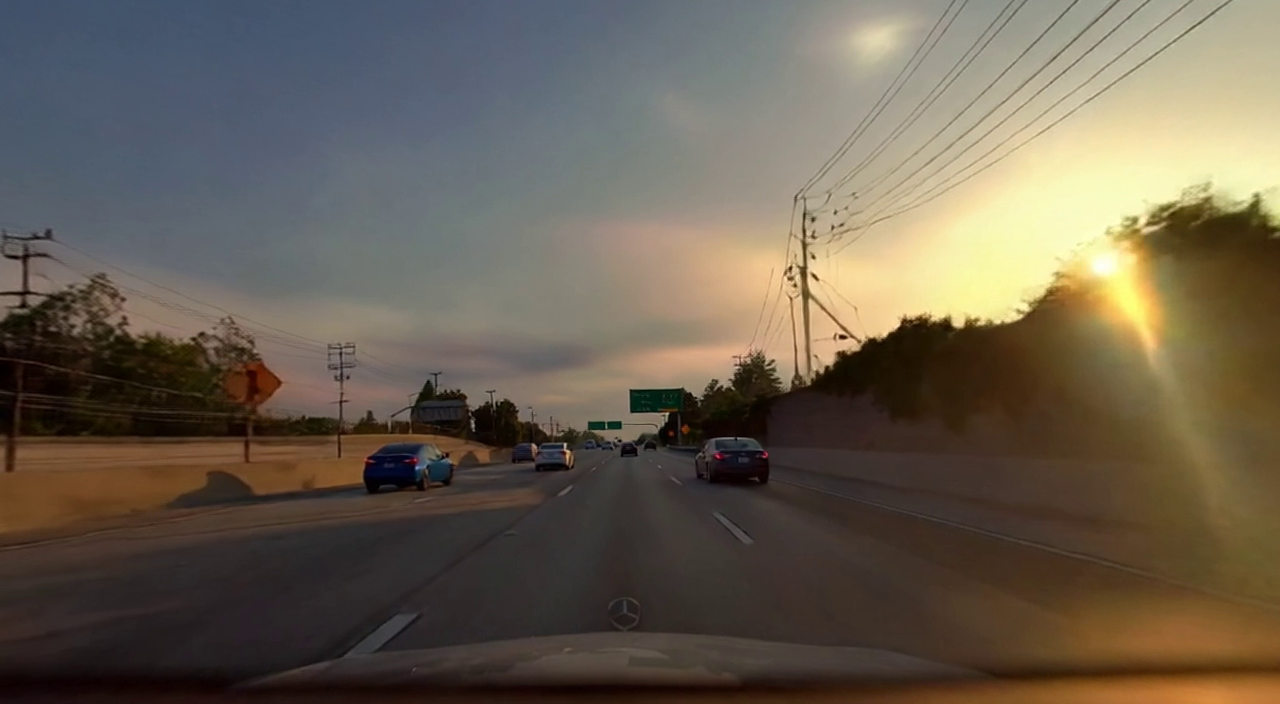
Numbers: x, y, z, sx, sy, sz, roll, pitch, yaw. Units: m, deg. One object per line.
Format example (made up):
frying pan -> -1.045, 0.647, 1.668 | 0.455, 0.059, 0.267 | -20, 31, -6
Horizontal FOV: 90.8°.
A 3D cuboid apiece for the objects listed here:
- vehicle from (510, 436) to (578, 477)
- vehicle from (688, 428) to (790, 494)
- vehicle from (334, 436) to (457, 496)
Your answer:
vehicle -> -3.804, 4.210, 25.758 | 2.066, 1.488, 4.377 | 0, -8, 0
vehicle -> 2.689, 3.099, 18.337 | 2.100, 1.659, 4.387 | 0, -8, -2
vehicle -> -6.756, 3.179, 18.019 | 1.903, 1.482, 4.180 | 0, -8, -1
